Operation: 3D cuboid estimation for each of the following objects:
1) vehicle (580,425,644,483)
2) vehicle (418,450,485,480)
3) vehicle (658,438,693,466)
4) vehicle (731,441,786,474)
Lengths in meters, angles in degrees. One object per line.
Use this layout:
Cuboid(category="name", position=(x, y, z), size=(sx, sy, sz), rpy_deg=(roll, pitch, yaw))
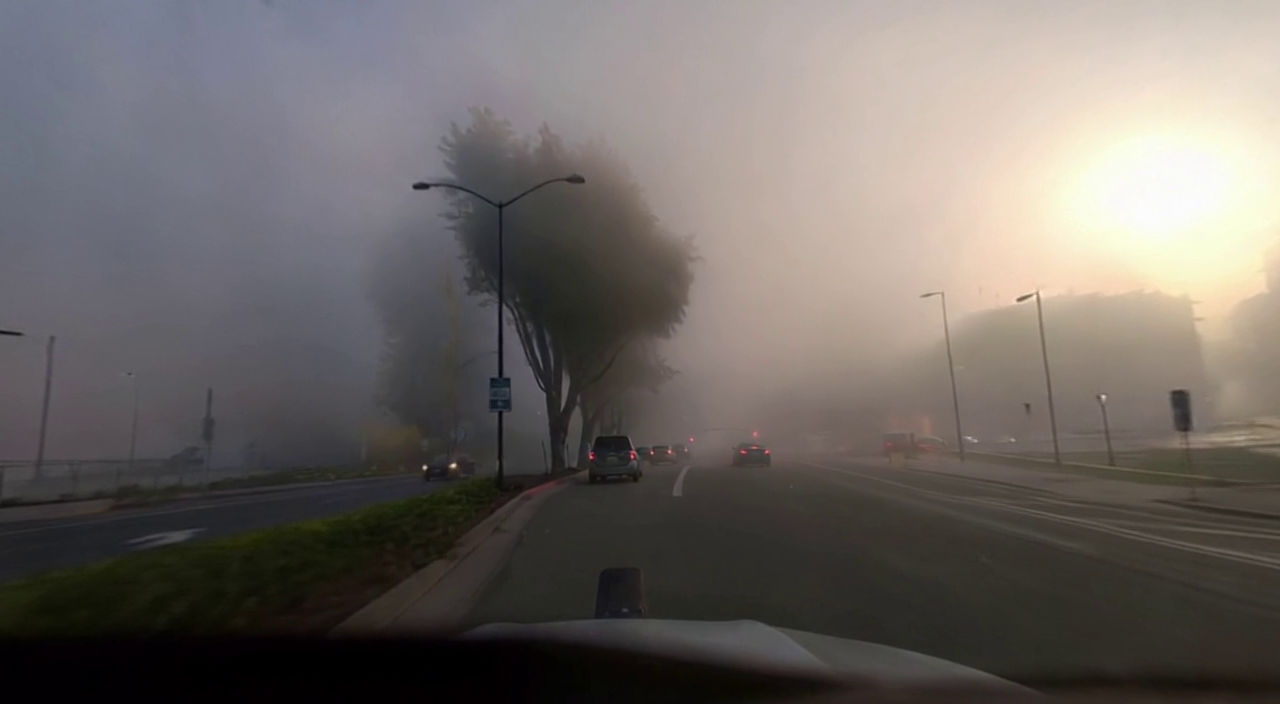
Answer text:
Cuboid(category="vehicle", position=(-1.064, 4.212, 26.127), size=(2.396, 2.143, 4.824), rpy_deg=(0, -9, -1))
Cuboid(category="vehicle", position=(-10.064, 6.076, 34.069), size=(1.965, 1.486, 4.494), rpy_deg=(-1, -9, 4))
Cuboid(category="vehicle", position=(2.496, 6.934, 43.728), size=(2.222, 1.841, 4.031), rpy_deg=(-1, -9, 5))
Cuboid(category="vehicle", position=(5.865, 5.297, 31.783), size=(2.075, 1.486, 4.316), rpy_deg=(-1, -9, 2))
